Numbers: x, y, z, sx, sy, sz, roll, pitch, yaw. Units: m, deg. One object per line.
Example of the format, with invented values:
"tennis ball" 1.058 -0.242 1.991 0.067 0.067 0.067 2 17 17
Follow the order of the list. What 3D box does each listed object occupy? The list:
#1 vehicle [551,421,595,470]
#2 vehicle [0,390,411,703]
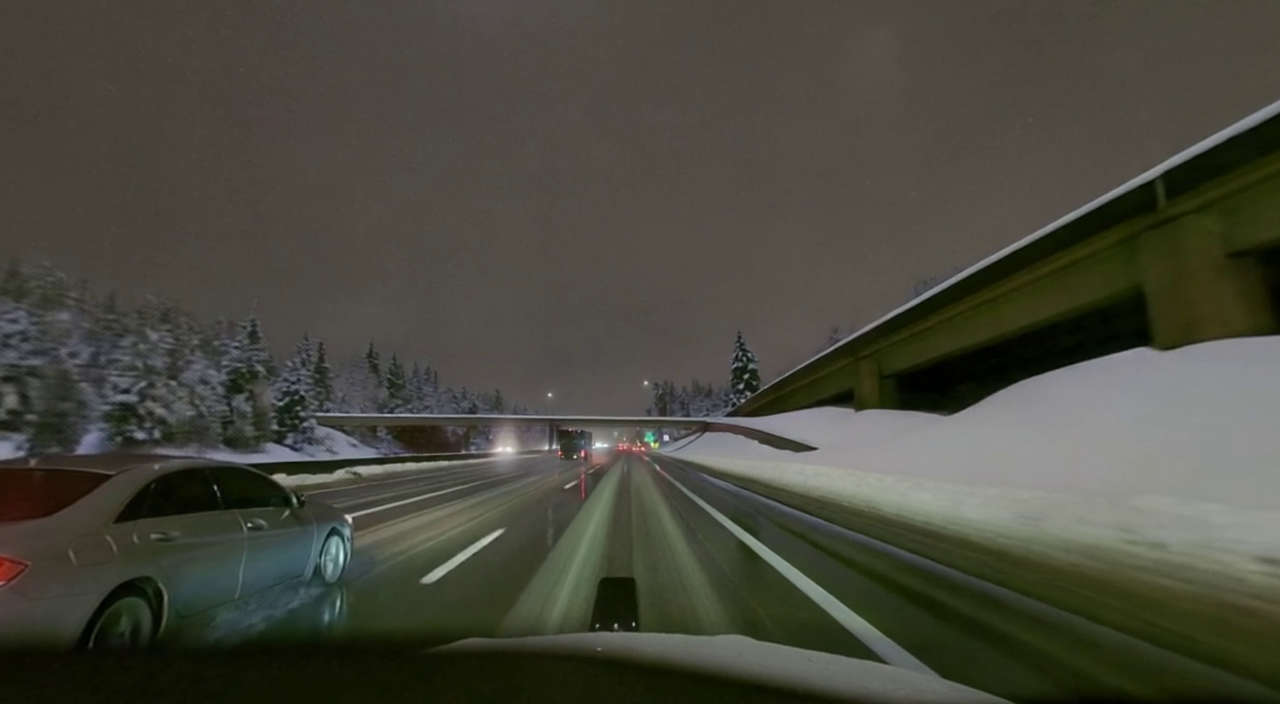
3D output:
"vehicle" -4.351 6.234 42.220 2.364 2.953 6.732 0 -9 -1
"vehicle" -3.669 1.277 4.976 2.025 1.556 4.594 0 -8 -1
